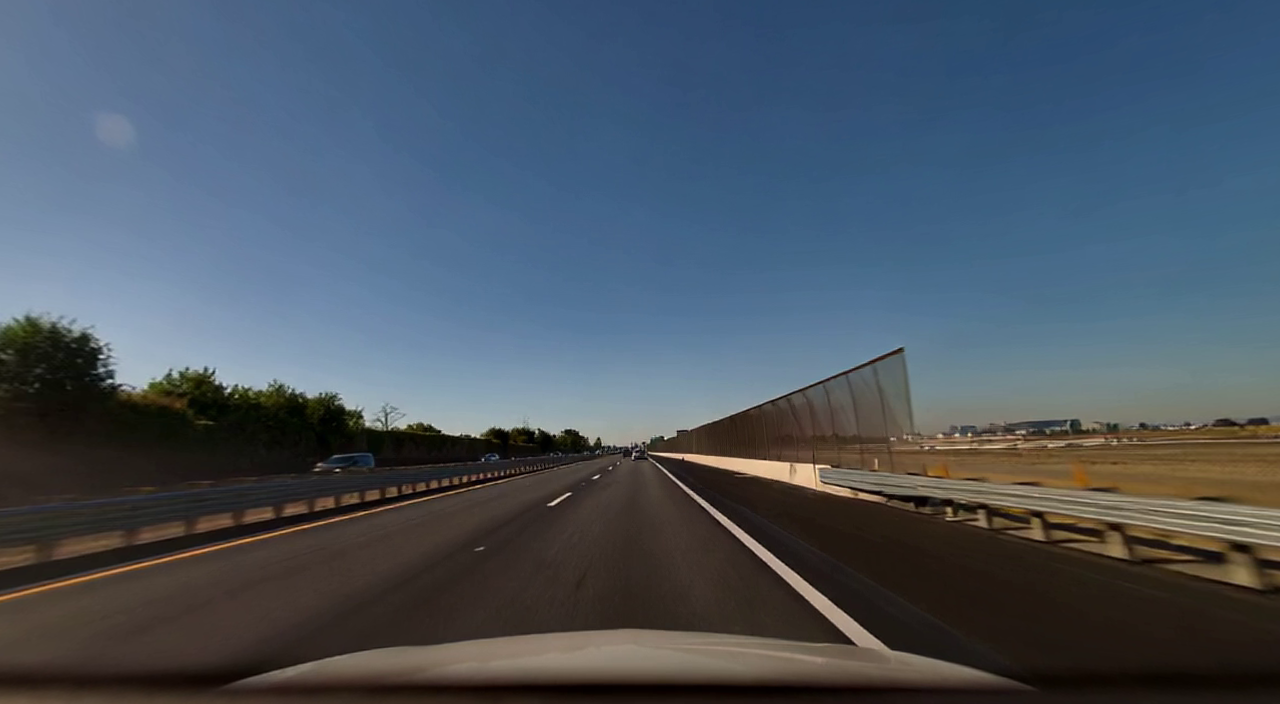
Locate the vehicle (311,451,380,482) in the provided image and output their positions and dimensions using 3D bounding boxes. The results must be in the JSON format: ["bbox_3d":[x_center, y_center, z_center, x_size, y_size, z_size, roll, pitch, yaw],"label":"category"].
[{"bbox_3d":[-17.739,6.902,38.118,1.954,1.698,4.409,-1,-9,1],"label":"vehicle"}]
